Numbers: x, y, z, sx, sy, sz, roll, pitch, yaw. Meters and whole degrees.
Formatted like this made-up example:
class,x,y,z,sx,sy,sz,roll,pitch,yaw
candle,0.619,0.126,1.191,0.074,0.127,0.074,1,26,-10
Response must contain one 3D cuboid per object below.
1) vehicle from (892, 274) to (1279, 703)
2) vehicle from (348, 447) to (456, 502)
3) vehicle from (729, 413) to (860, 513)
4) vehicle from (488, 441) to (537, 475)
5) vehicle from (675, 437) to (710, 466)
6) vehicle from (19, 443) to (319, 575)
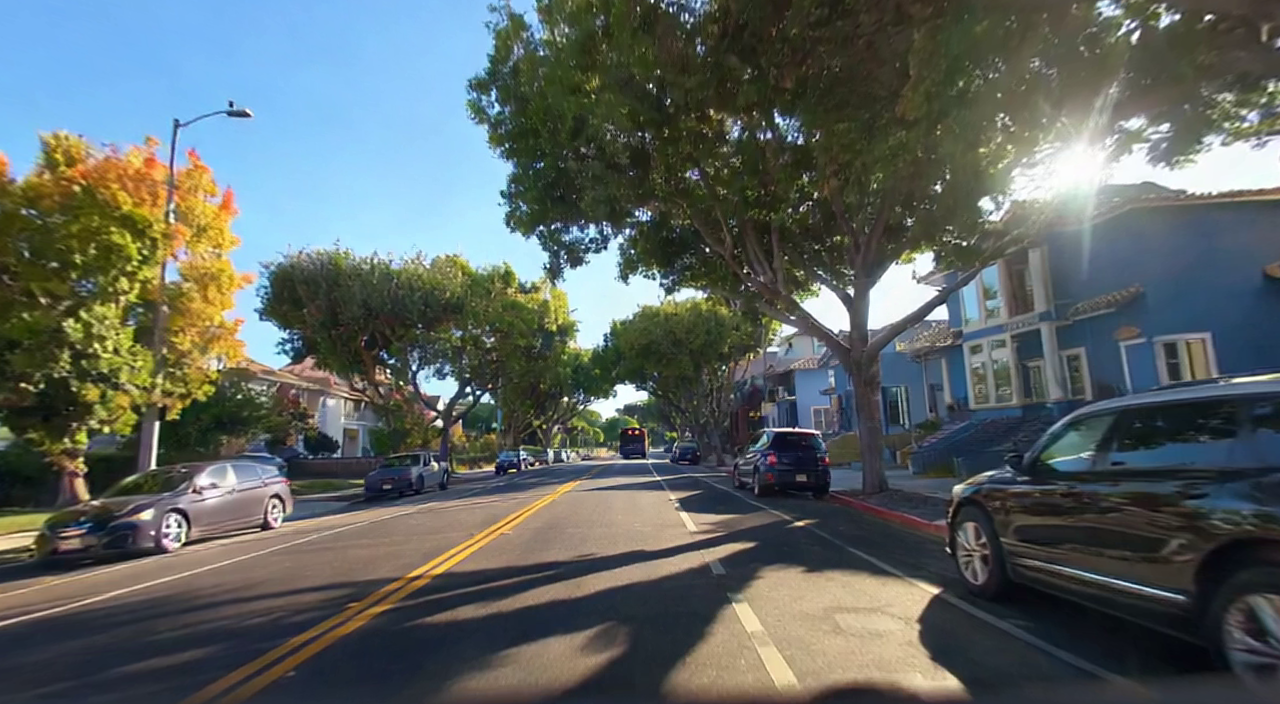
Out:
class,x,y,z,sx,sy,sz,roll,pitch,yaw
vehicle,3.690,0.882,3.046,2.556,2.050,6.021,2,-8,1
vehicle,-8.454,4.334,22.943,1.921,1.494,4.884,-6,-8,1
vehicle,3.637,2.673,15.792,2.131,1.995,4.626,3,-8,1
vehicle,-8.384,6.991,42.064,2.094,1.840,5.450,-7,-8,-3
vehicle,3.811,7.356,46.804,2.060,1.833,4.927,4,-9,0
vehicle,-8.462,2.771,12.148,1.989,1.726,5.129,-7,-9,-2
